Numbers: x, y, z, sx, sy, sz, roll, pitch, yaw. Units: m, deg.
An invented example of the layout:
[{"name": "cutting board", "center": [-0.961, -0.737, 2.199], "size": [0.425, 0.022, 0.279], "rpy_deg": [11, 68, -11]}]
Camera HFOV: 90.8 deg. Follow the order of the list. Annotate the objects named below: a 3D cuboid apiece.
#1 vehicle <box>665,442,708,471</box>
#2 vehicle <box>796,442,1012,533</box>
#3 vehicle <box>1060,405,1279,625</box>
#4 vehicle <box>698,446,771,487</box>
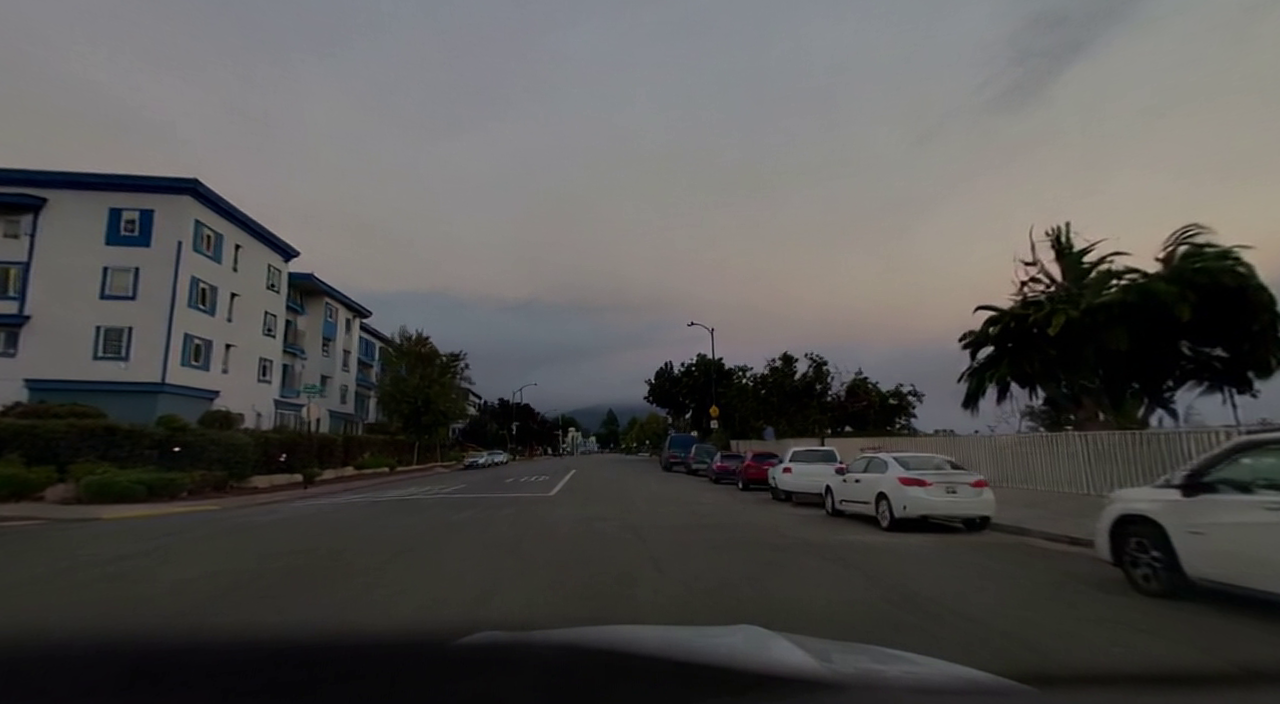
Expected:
[{"name": "vehicle", "center": [3.011, 6.882, 41.826], "size": [2.386, 1.752, 4.376], "rpy_deg": [0, -8, -2]}, {"name": "vehicle", "center": [5.227, 2.724, 13.467], "size": [2.122, 1.554, 4.777], "rpy_deg": [1, -8, -7]}, {"name": "vehicle", "center": [6.007, 1.245, 4.777], "size": [1.917, 1.704, 4.840], "rpy_deg": [1, -8, -7]}, {"name": "vehicle", "center": [3.739, 4.623, 25.884], "size": [1.901, 1.495, 4.340], "rpy_deg": [1, -8, -6]}]
